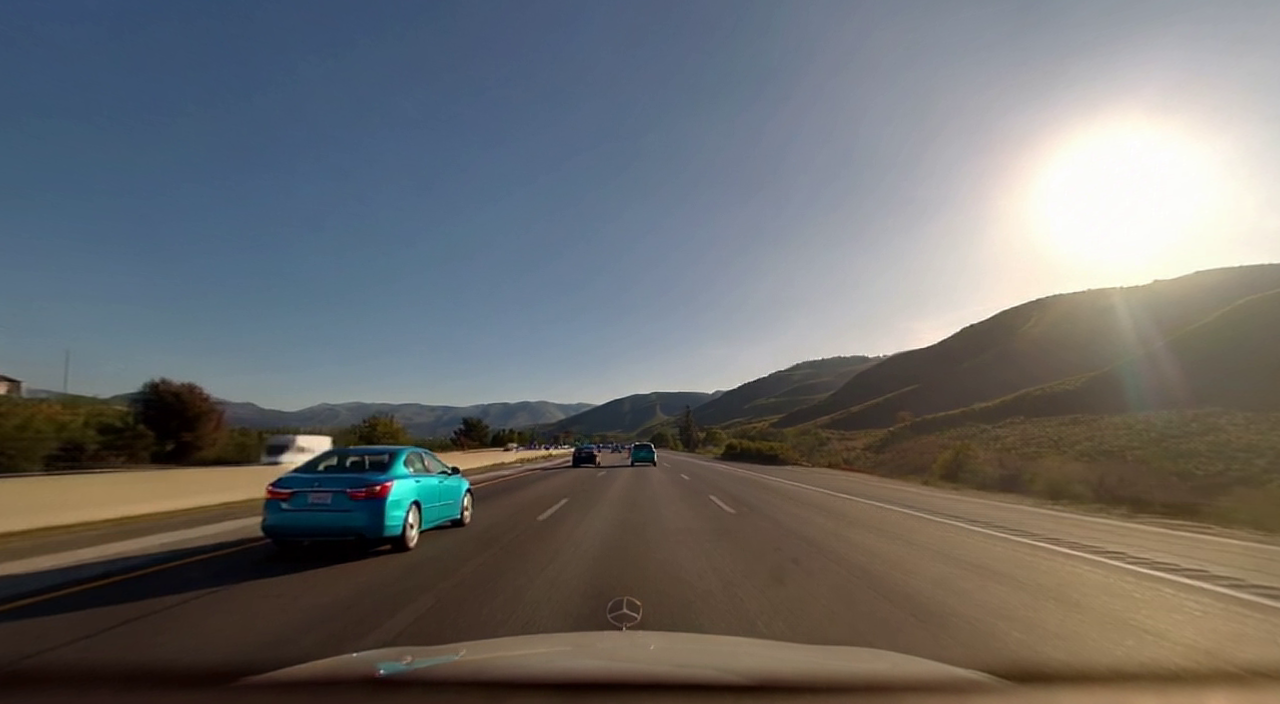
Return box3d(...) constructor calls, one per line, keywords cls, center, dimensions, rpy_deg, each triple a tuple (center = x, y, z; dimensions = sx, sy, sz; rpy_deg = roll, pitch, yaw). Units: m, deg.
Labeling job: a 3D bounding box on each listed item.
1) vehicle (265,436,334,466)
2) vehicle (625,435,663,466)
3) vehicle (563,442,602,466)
box3d(cls="vehicle", center=(-21.143, 6.133, 39.158), dimensions=(1.839, 1.745, 4.411), rpy_deg=(0, -8, 0))
box3d(cls="vehicle", center=(0.245, 6.362, 40.595), dimensions=(2.272, 1.836, 4.866), rpy_deg=(0, -8, 0))
box3d(cls="vehicle", center=(-3.683, 6.638, 41.116), dimensions=(2.082, 1.485, 4.237), rpy_deg=(0, -8, 1))
